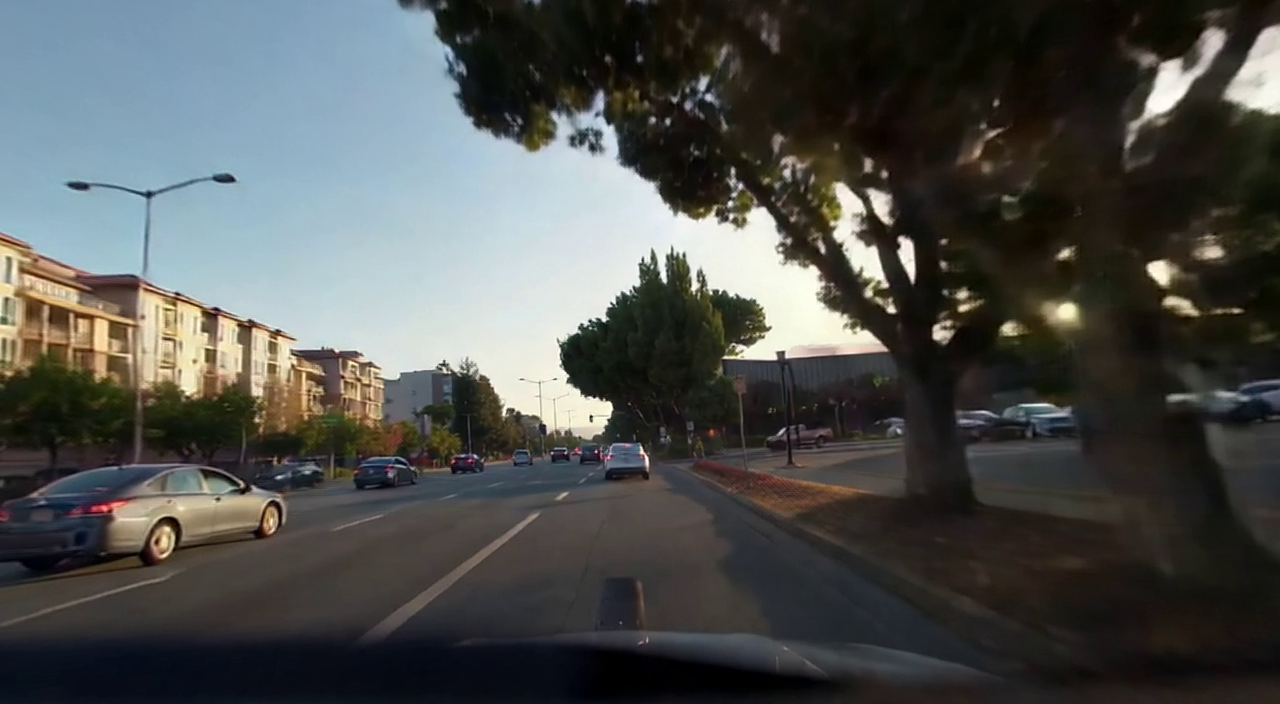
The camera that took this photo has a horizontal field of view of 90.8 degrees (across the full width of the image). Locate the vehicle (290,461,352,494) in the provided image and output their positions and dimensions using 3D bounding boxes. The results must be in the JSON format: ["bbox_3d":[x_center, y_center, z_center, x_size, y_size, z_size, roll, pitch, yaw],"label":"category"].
[{"bbox_3d":[-23.204,9.110,46.162,2.145,2.074,4.630,0,-9,-1],"label":"vehicle"}]

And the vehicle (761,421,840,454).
[{"bbox_3d":[12.525,6.662,49.652,5.253,2.014,2.666,-5,-5,-5],"label":"vehicle"}]

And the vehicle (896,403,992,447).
[{"bbox_3d":[15.635,3.878,32.900,2.395,2.028,5.135,0,-9,-1],"label":"vehicle"}]

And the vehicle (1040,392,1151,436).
[{"bbox_3d":[23.849,3.332,33.319,2.118,1.724,4.361,-8,-9,-6],"label":"vehicle"}]

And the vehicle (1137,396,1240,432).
[{"bbox_3d":[29.263,3.317,33.917,1.882,1.730,4.753,-3,-6,10],"label":"vehicle"}]

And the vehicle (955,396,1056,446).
[{"bbox_3d":[18.413,3.587,32.112,2.002,2.015,4.254,-8,-9,-6],"label":"vehicle"}]

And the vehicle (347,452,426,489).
[{"bbox_3d":[-11.293,5.290,28.558,2.024,1.484,4.592,1,-9,-5],"label":"vehicle"}]

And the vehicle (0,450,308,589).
[{"bbox_3d":[-7.008,2.165,9.137,1.906,1.449,4.576,0,-9,0],"label":"vehicle"}]

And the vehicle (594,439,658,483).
[{"bbox_3d":[-0.522,3.960,23.262,2.099,1.469,4.389,0,-9,-2],"label":"vehicle"}]
